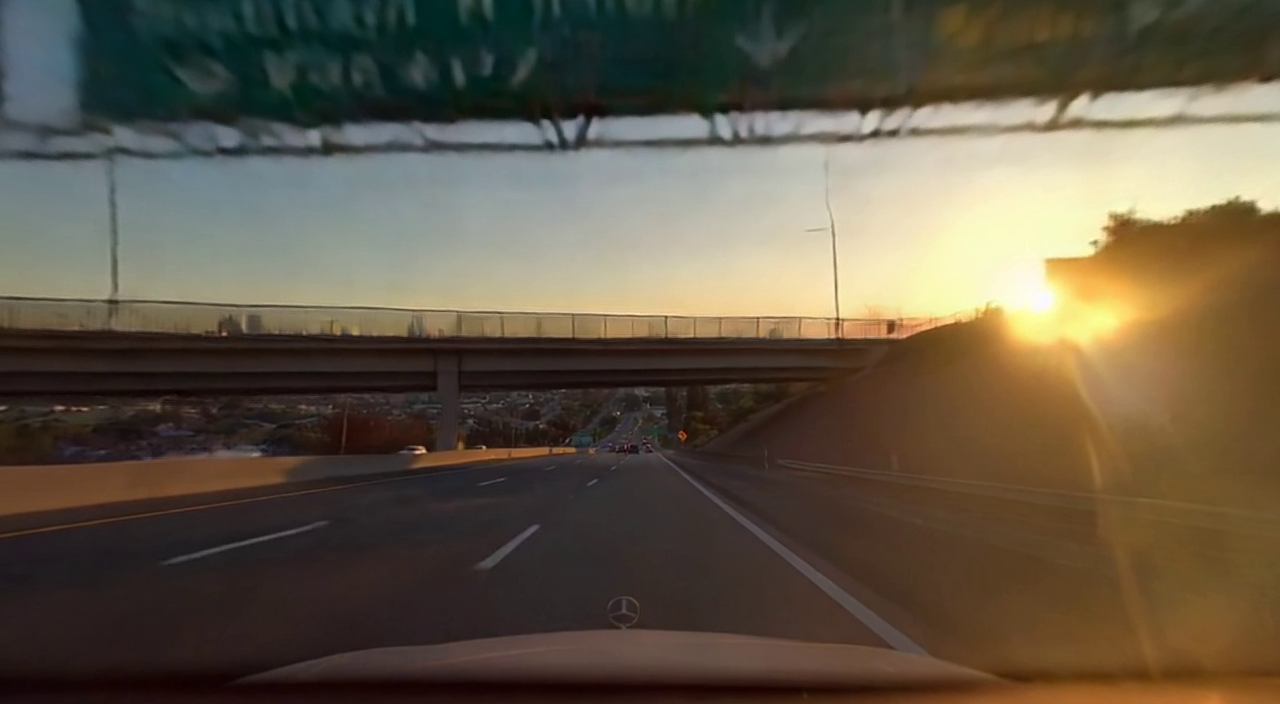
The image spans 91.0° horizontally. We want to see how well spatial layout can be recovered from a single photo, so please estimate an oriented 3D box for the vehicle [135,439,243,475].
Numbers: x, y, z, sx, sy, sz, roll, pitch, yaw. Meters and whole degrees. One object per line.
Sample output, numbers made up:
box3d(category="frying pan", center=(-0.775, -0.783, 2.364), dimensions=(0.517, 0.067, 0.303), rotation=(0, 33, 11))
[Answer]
box3d(category="vehicle", center=(-20.791, 4.871, 29.274), dimensions=(1.852, 1.534, 4.136), rotation=(0, -9, 1))
